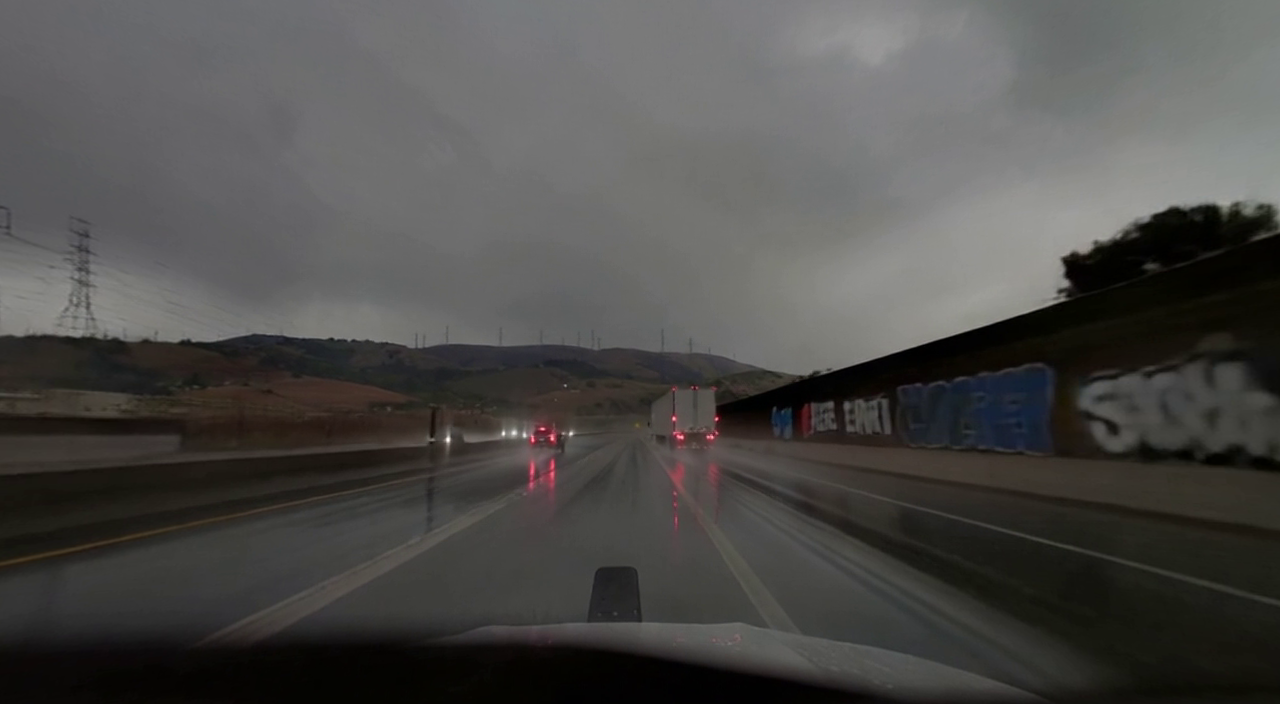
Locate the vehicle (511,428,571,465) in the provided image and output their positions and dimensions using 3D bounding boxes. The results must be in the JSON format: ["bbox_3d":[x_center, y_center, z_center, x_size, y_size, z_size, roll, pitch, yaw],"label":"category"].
[{"bbox_3d":[-4.281,4.160,27.909,1.965,1.486,4.448,0,-8,0],"label":"vehicle"}]

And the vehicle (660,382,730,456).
[{"bbox_3d":[2.993,4.201,38.127,3.060,3.842,11.095,0,-8,-1],"label":"vehicle"}]
